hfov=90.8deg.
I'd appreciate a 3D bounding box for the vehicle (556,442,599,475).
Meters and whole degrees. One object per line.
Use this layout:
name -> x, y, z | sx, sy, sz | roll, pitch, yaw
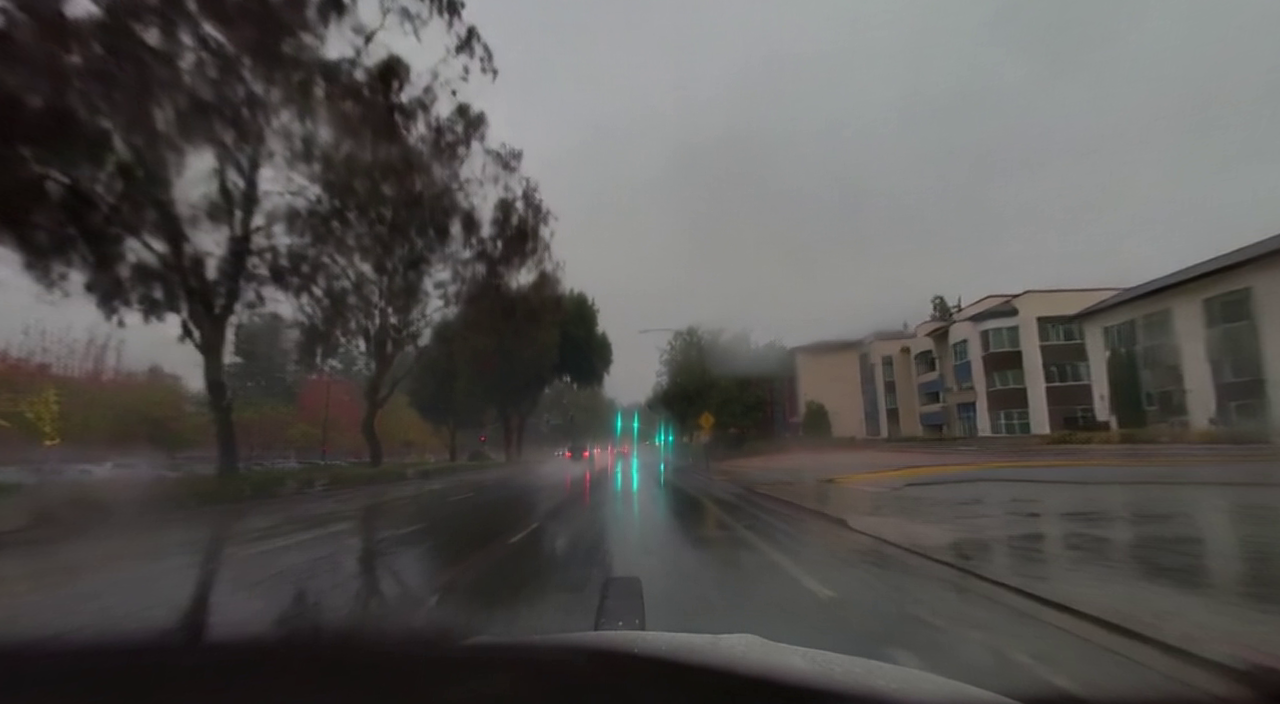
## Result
vehicle -> -3.508, 6.042, 36.023 | 1.959, 1.741, 4.141 | 0, -8, 1
